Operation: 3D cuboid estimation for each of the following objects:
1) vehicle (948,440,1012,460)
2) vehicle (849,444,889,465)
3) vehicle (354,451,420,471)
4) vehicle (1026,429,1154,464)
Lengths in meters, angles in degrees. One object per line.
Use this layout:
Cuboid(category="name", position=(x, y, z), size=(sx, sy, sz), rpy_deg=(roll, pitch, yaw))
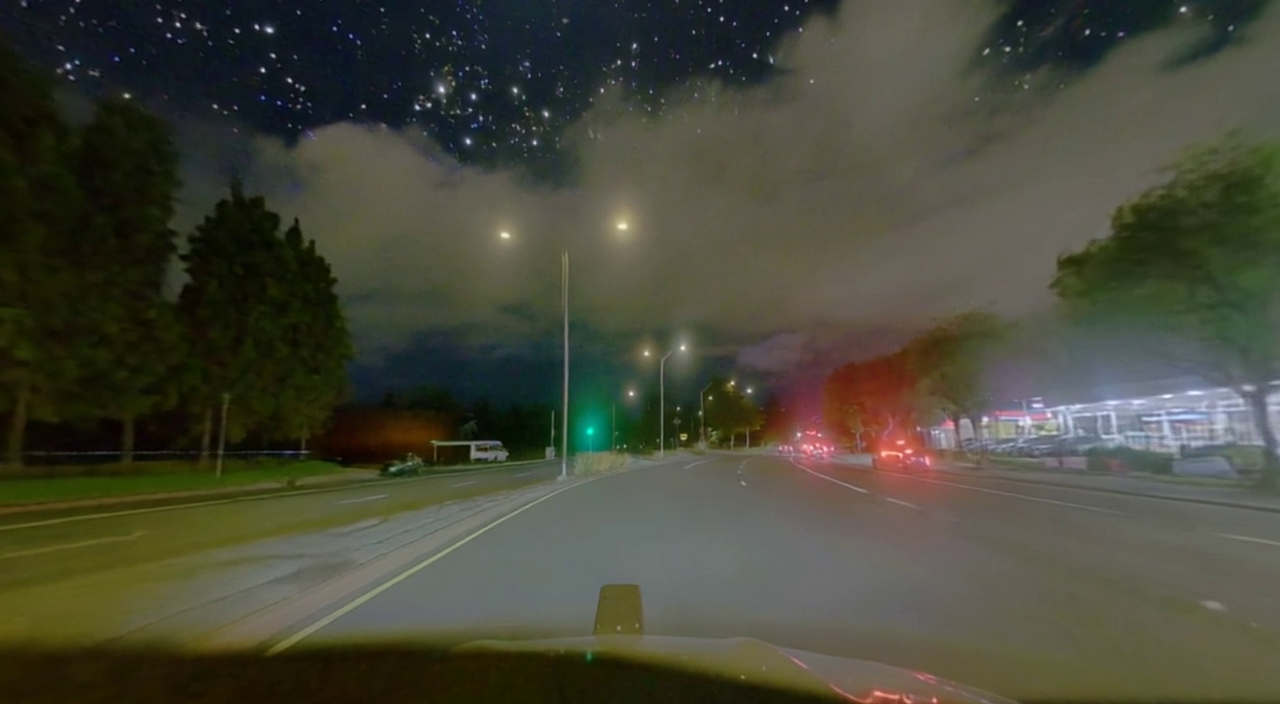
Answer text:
Cuboid(category="vehicle", position=(26.244, 7.567, 48.913), size=(1.843, 1.455, 4.558), rpy_deg=(2, -9, -11))
Cuboid(category="vehicle", position=(17.441, 7.799, 48.273), size=(2.099, 1.464, 4.615), rpy_deg=(-2, -9, 10))
Cuboid(category="vehicle", position=(-19.942, 8.562, 49.781), size=(4.520, 1.439, 1.919), rpy_deg=(-2, -9, 14))
Cuboid(category="vehicle", position=(24.175, 5.140, 34.286), size=(2.239, 1.742, 5.364), rpy_deg=(2, -9, -14))
